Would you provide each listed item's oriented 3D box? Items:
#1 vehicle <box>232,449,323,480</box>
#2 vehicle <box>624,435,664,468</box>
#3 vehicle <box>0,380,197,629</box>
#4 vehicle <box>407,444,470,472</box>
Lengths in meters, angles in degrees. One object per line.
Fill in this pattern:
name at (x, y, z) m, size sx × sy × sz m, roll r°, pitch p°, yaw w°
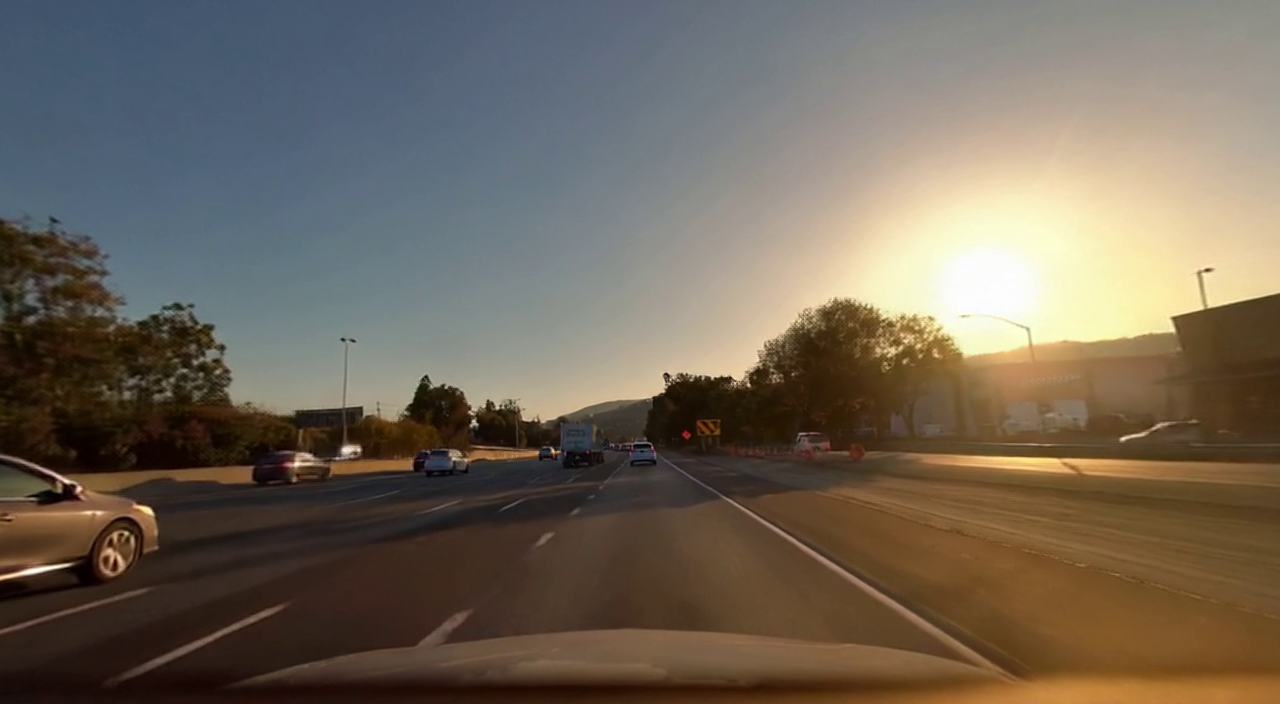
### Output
vehicle at (-19.030, 5.916, 33.382) m, size 1.899 × 1.478 × 4.640 m, roll -1°, pitch -8°, yaw 3°
vehicle at (0.272, 5.882, 37.488) m, size 2.227 × 1.794 × 4.646 m, roll 0°, pitch -8°, yaw 1°
vehicle at (-5.784, 1.053, 4.189) m, size 2.200 × 1.793 × 4.586 m, roll 0°, pitch -8°, yaw 2°
vehicle at (-11.594, 6.120, 36.716) m, size 1.928 × 1.480 × 4.823 m, roll 0°, pitch -8°, yaw 2°
